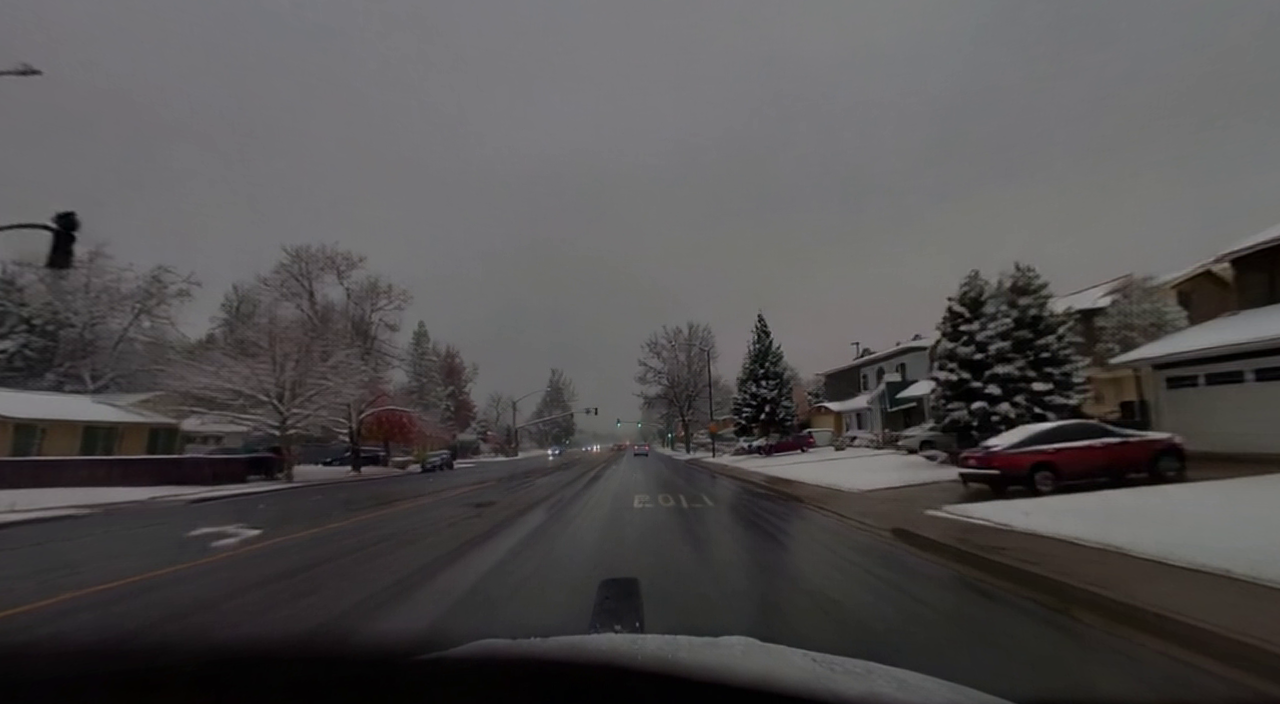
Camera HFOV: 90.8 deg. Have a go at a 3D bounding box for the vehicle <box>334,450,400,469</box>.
[{"bbox_3d":[-21.195,8.326,49.101,4.284,1.431,1.811,0,-8,0],"label":"vehicle"}]

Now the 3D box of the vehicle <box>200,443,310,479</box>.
[{"bbox_3d":[-21.219,6.002,34.966,4.756,1.869,2.042,-1,-8,3],"label":"vehicle"}]

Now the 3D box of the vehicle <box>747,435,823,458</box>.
[{"bbox_3d":[9.944,6.525,43.551,4.660,1.513,2.067,0,-8,-4],"label":"vehicle"}]

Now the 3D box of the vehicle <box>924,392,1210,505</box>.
[{"bbox_3d":[9.201,2.095,13.911,4.790,1.681,2.029,-7,-8,-5],"label":"vehicle"}]

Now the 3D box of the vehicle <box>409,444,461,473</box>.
[{"bbox_3d":[-14.487,7.509,44.953,2.008,1.908,5.305,0,-8,-1],"label":"vehicle"}]
